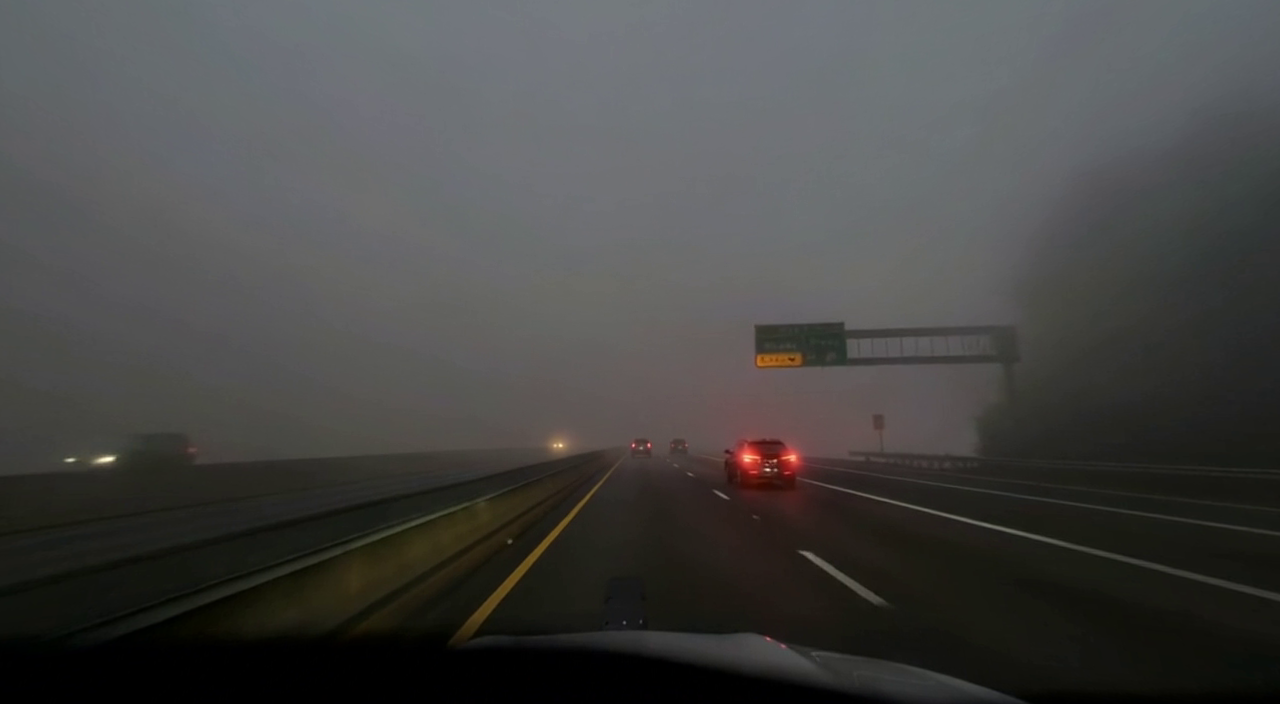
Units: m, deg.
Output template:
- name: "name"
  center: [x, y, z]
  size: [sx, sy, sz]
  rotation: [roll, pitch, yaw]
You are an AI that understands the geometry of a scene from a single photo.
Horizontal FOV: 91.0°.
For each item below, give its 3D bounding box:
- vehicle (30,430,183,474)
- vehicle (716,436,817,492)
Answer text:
- name: "vehicle"
  center: [-19.600, 3.683, 23.417]
  size: [1.938, 1.456, 4.255]
  rotation: [0, -8, 0]
- name: "vehicle"
  center: [3.625, 3.296, 18.973]
  size: [2.091, 1.482, 4.522]
  rotation: [0, -8, 0]
